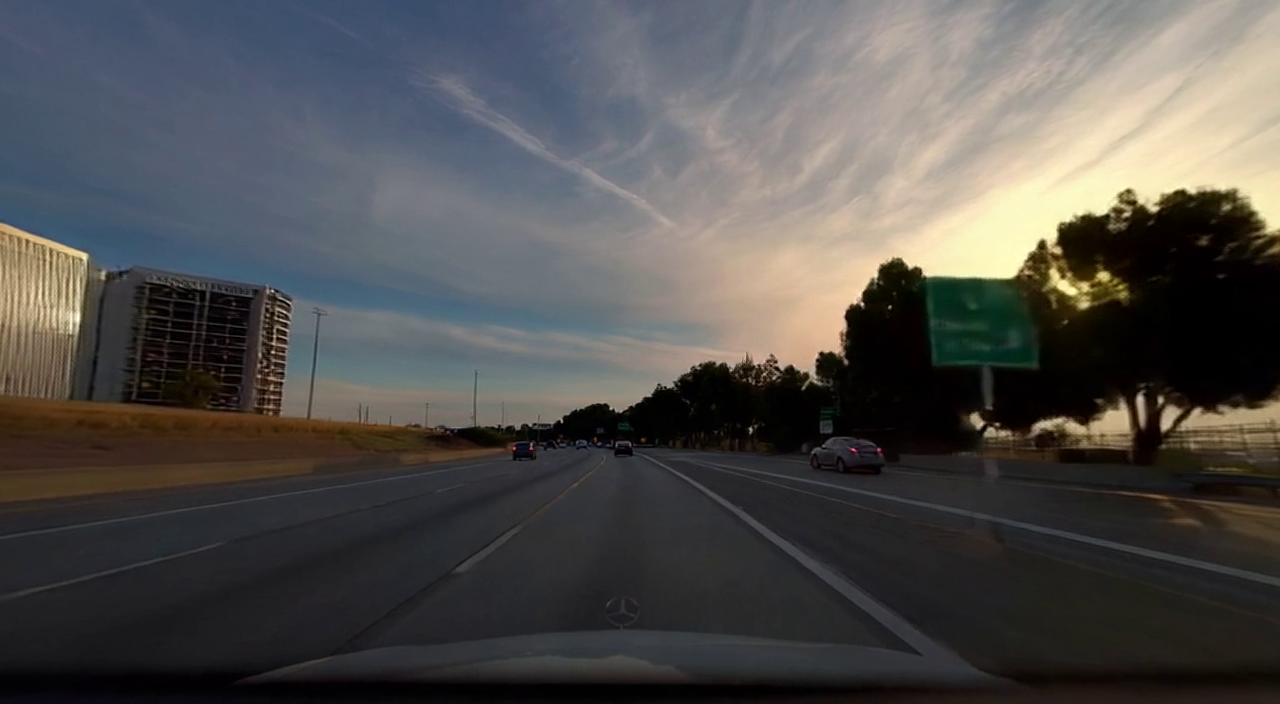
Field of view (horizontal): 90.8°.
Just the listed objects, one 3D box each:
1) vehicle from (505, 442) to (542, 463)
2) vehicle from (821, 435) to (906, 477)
[{"bbox_3d":[-8.523,7.383,46.579,2.009,1.454,4.250,0,-9,-1],"label":"vehicle"},{"bbox_3d":[10.369,4.849,29.689,2.023,1.782,4.193,1,-9,-7],"label":"vehicle"}]
